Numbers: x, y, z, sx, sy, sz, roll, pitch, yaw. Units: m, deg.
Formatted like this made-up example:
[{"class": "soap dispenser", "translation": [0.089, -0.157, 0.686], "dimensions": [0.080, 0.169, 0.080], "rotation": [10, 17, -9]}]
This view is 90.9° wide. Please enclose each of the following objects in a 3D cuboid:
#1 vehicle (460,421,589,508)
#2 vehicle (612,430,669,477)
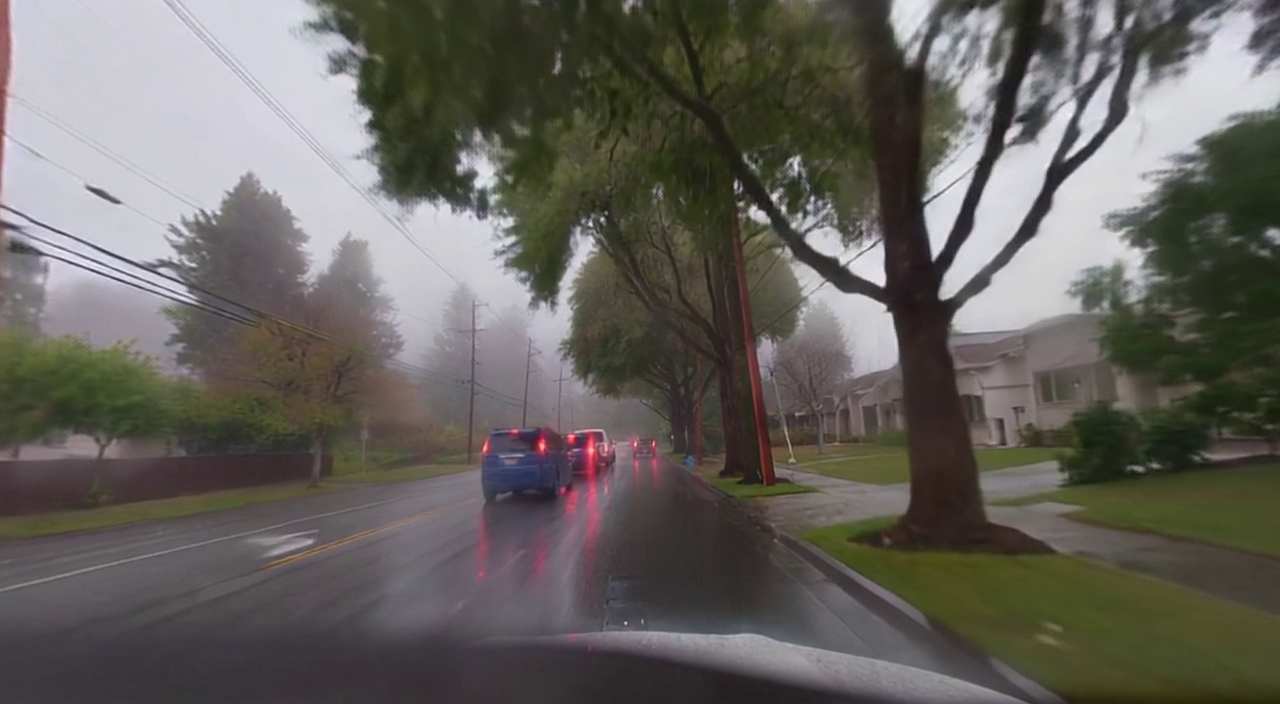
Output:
[{"class": "vehicle", "translation": [-2.543, 2.639, 15.168], "dimensions": [2.157, 1.765, 4.303], "rotation": [0, -9, 2]}, {"class": "vehicle", "translation": [-0.004, 4.052, 25.359], "dimensions": [2.120, 1.718, 3.909], "rotation": [0, -9, -1]}]
